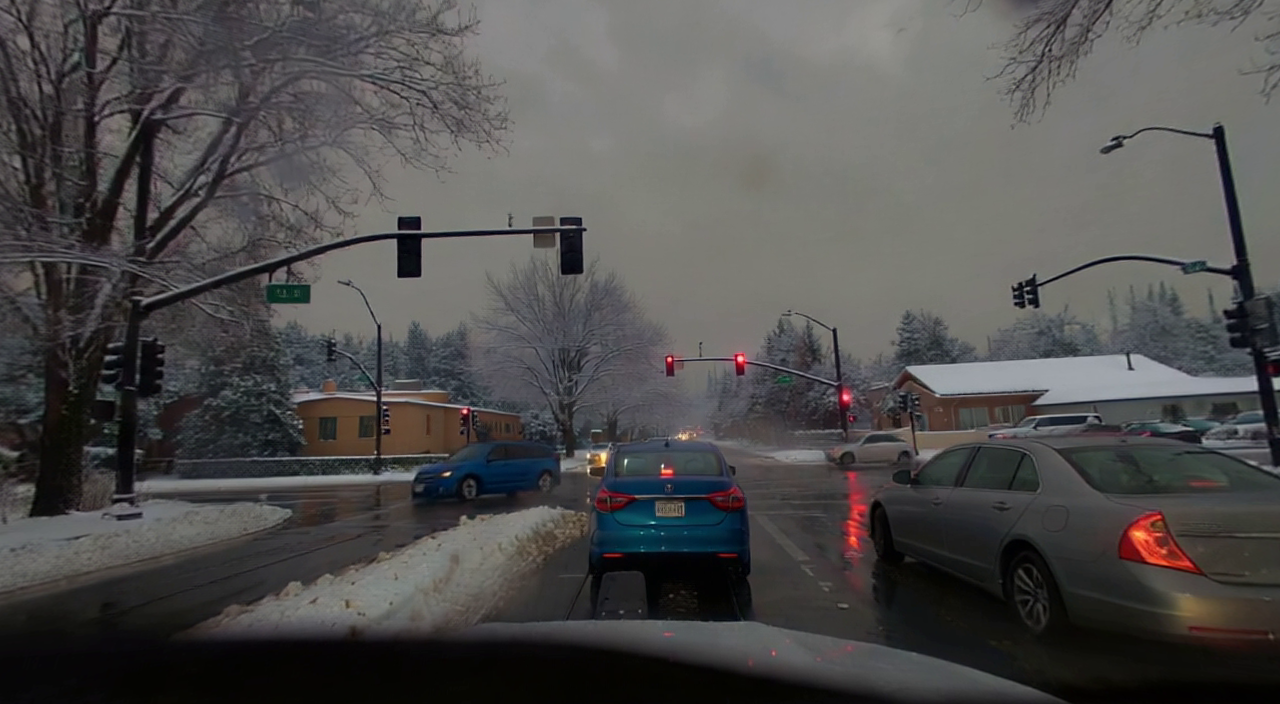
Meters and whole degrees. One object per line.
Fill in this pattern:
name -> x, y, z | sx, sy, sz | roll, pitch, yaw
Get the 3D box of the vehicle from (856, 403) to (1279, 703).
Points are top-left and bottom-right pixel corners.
vehicle -> 3.661, 1.341, 5.445 | 1.888, 1.486, 4.681 | 0, -9, -1

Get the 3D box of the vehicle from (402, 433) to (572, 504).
vehicle -> -4.117, 3.206, 17.848 | 1.996, 1.705, 4.577 | -5, -10, 30

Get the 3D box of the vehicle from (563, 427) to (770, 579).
vehicle -> 0.303, 1.818, 8.334 | 2.090, 1.505, 3.756 | -1, -9, 1
